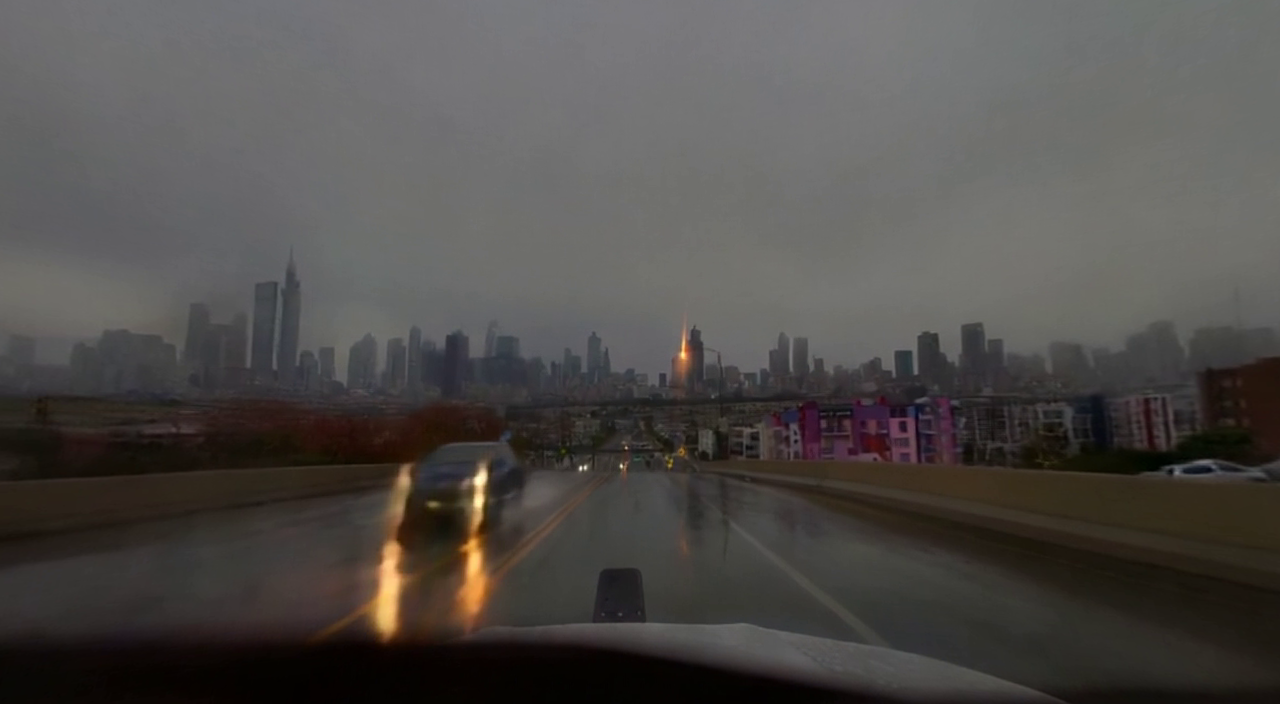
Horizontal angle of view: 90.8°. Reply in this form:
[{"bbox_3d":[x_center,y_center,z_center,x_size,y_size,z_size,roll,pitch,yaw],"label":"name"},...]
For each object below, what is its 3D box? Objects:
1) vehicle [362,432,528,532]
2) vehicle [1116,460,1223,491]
[{"bbox_3d":[-3.868,2.651,13.493,2.096,1.743,4.420,0,-9,0],"label":"vehicle"},{"bbox_3d":[27.712,6.485,33.159,3.924,1.457,1.716,0,-15,-2],"label":"vehicle"}]
